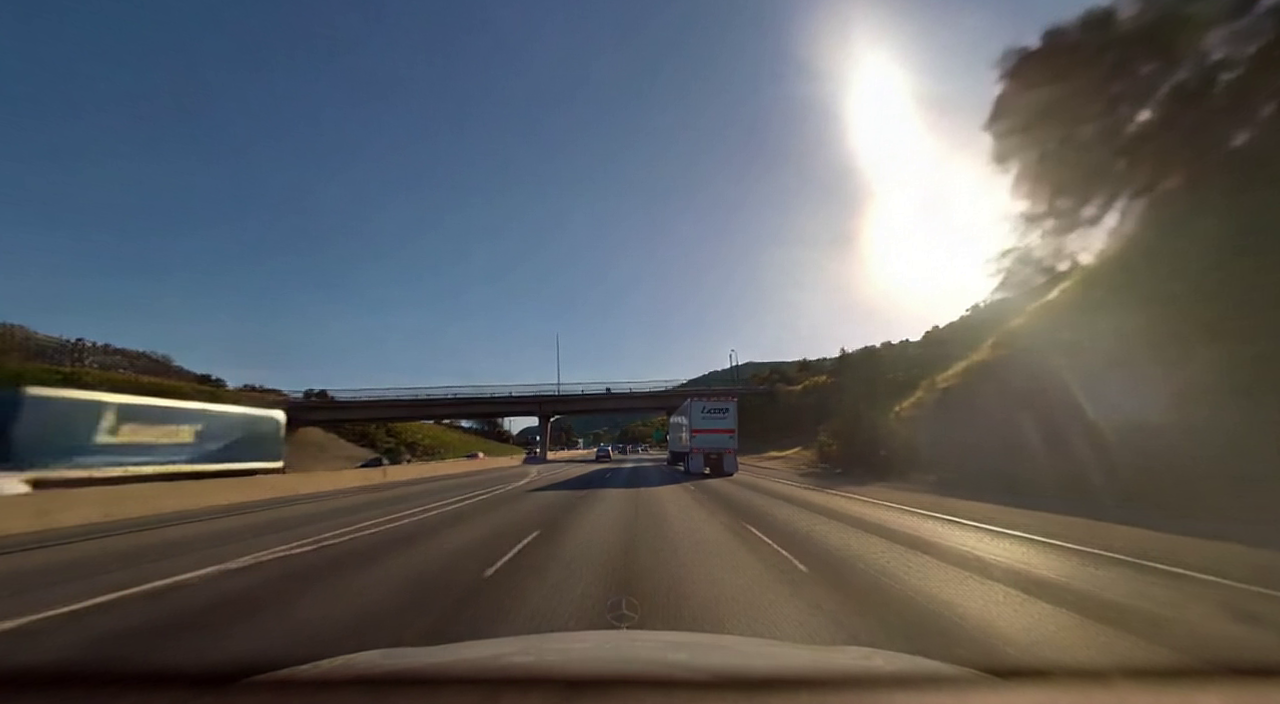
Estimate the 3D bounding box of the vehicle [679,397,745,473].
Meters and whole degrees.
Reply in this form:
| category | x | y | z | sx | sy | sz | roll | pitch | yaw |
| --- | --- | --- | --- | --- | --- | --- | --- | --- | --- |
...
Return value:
| category | x | y | z | sx | sy | sz | roll | pitch | yaw |
| --- | --- | --- | --- | --- | --- | --- | --- | --- | --- |
| vehicle | 4.065 | 5.053 | 37.782 | 2.885 | 3.992 | 8.526 | 0 | -9 | 0 |

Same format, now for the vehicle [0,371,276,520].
| category | x | y | z | sx | sy | sz | roll | pitch | yaw |
| --- | --- | --- | --- | --- | --- | --- | --- | --- | --- |
| vehicle | -19.241 | 3.542 | 23.525 | 2.909 | 4.107 | 14.066 | 0 | -9 | 0 |
